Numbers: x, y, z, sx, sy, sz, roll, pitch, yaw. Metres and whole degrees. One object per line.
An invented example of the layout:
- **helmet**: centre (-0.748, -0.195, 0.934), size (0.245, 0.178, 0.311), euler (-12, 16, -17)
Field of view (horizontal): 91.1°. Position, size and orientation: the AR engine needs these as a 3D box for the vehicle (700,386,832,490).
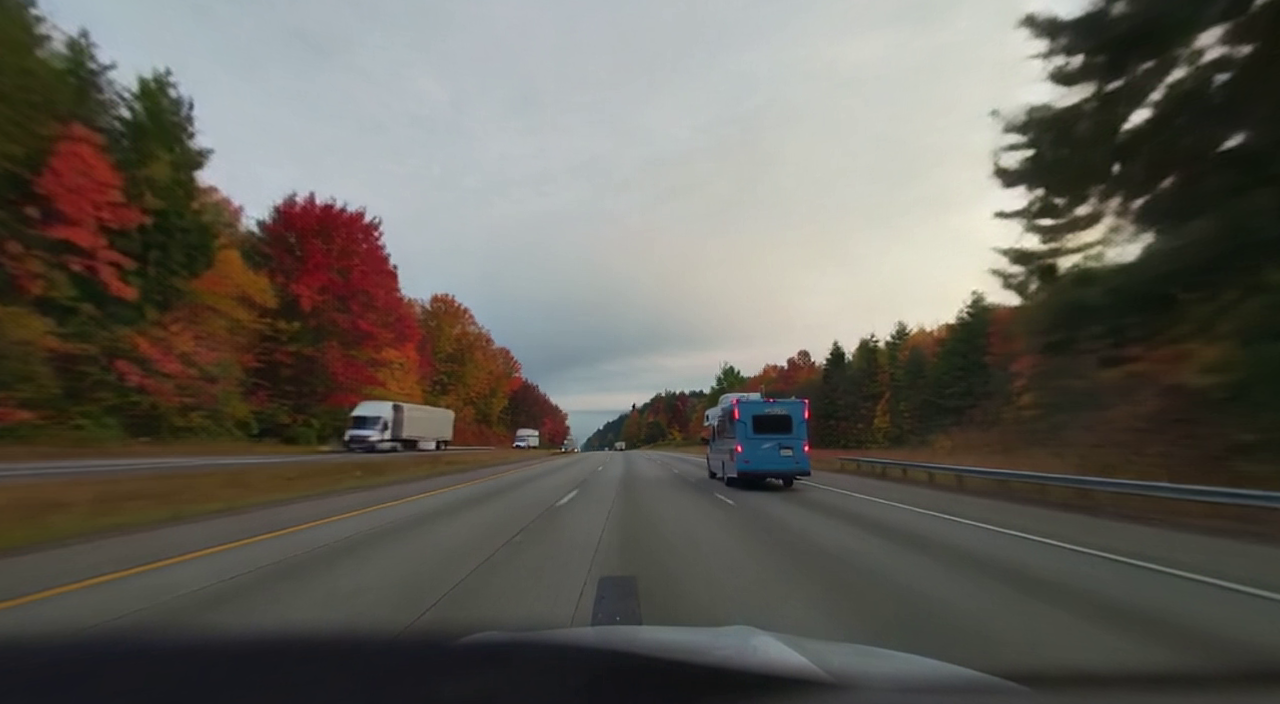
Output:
- **vehicle**: centre (3.822, 2.851, 20.996), size (2.815, 2.876, 7.101), euler (0, -8, -1)
